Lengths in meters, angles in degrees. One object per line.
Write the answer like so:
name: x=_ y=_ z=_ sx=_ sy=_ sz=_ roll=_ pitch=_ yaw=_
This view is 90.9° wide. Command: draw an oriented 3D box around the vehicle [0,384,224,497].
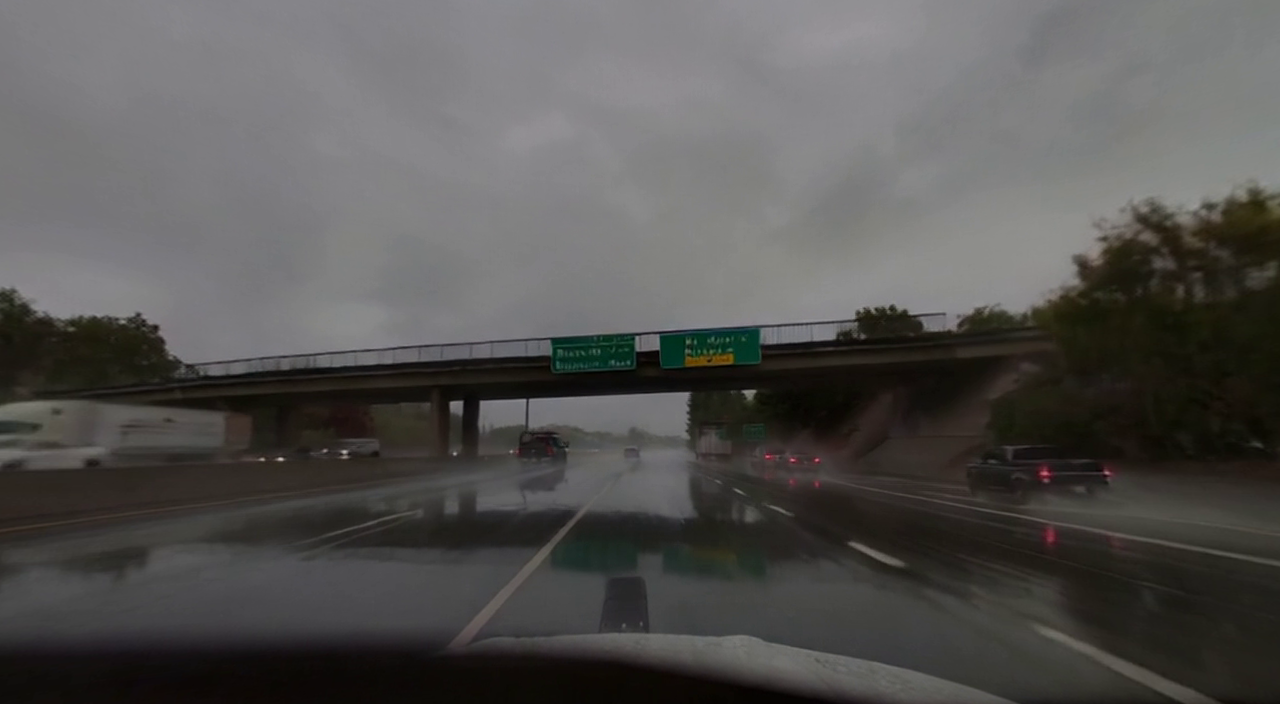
vehicle: x=-19.858 y=3.320 z=23.584 sx=3.085 sy=3.485 sz=7.854 roll=0 pitch=-8 yaw=1

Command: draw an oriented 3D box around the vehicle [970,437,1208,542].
vehicle: x=9.548 y=2.891 z=14.025 sx=2.146 sy=1.929 sz=4.388 roll=-1 pitch=-8 yaw=3

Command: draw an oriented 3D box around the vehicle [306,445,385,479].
vehicle: x=-16.171 y=6.021 z=34.947 sx=2.051 sy=1.715 sz=4.579 roll=0 pitch=-8 yaw=2

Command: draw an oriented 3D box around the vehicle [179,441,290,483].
vehicle: x=-24.230 y=6.551 z=38.094 sx=2.412 sy=2.274 sz=6.038 roll=-1 pitch=-8 yaw=3

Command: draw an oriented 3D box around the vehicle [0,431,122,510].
vehicle: x=-16.208 y=2.964 z=15.925 sx=2.074 sy=1.862 sz=4.805 roll=0 pitch=-8 yaw=1

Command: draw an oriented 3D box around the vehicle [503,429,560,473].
vehicle: x=-6.364 y=5.891 z=37.664 sx=2.264 sy=2.379 sz=5.248 roll=0 pitch=-8 yaw=2
